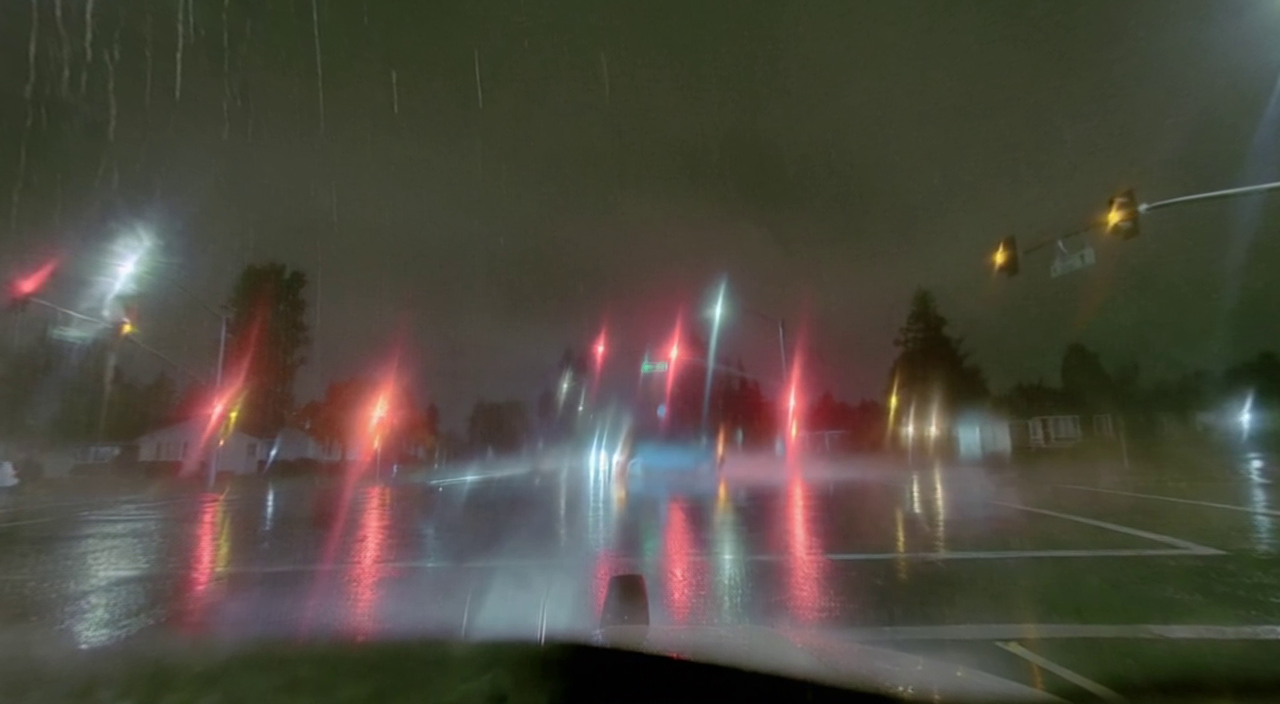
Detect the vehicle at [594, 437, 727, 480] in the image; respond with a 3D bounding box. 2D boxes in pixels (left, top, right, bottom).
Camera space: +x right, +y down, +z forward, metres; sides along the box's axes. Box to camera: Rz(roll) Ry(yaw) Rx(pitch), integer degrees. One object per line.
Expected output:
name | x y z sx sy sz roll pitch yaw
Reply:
vehicle | 0.709 3.817 22.685 4.562 1.460 1.822 0 -8 0
